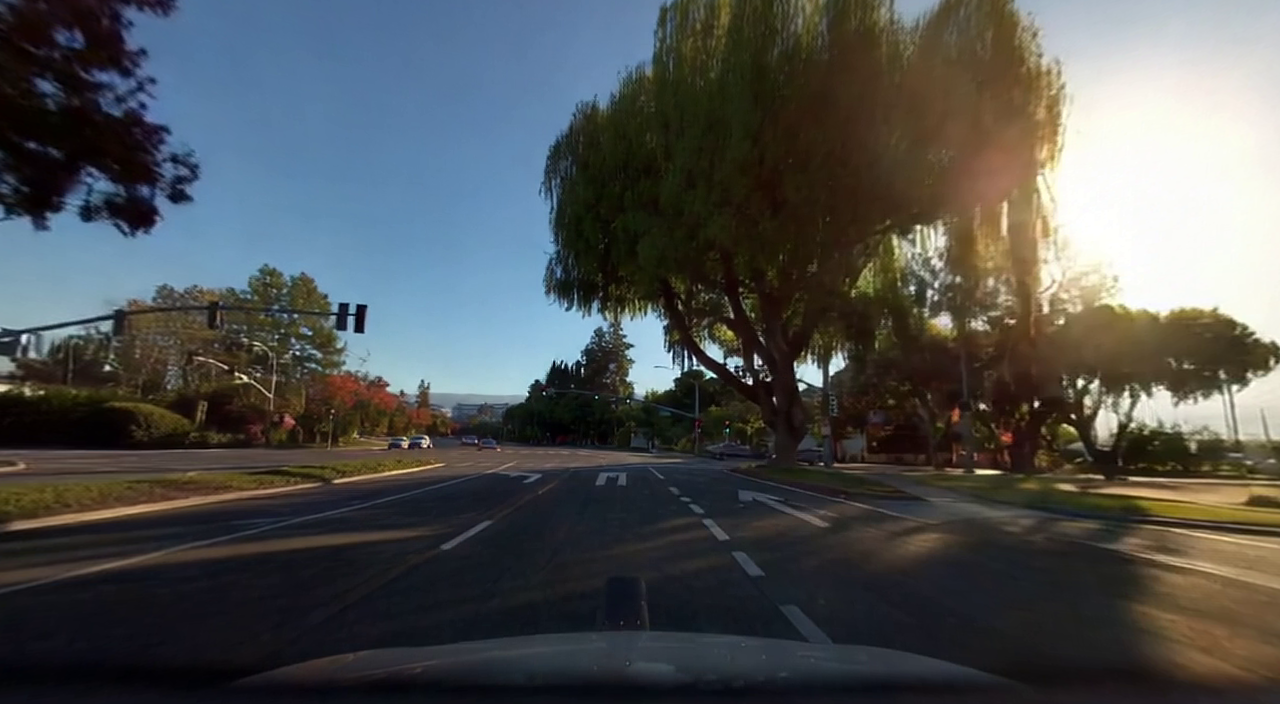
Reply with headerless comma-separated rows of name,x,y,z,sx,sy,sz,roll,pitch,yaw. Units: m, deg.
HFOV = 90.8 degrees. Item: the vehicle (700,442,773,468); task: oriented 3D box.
vehicle,6.680,7.131,43.883,4.605,1.665,1.888,2,-9,-12
